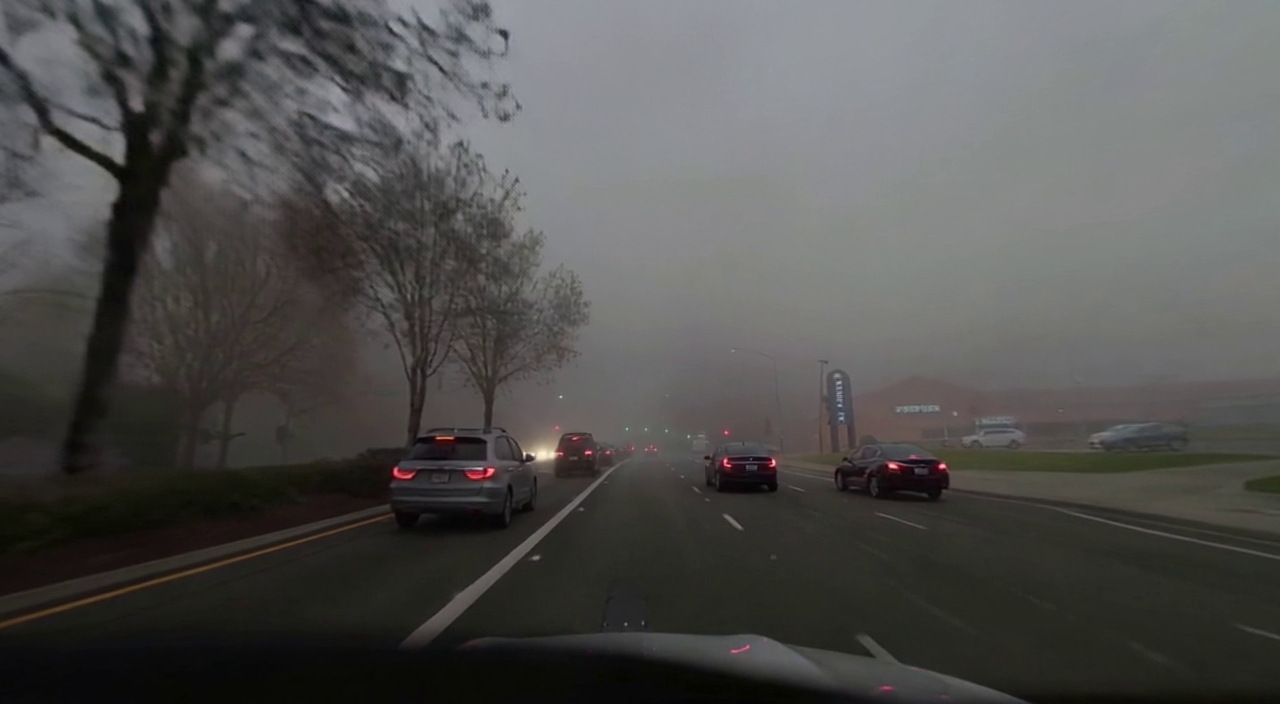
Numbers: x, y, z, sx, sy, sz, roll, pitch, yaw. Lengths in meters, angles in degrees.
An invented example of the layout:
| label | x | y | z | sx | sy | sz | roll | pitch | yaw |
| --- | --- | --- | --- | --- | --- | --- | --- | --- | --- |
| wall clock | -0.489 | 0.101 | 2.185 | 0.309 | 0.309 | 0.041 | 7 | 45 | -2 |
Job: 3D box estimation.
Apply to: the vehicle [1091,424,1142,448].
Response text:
| label | x | y | z | sx | sy | sz | roll | pitch | yaw |
| --- | --- | --- | --- | --- | --- | --- | --- | --- | --- |
| vehicle | 31.036 | 5.522 | 41.168 | 1.787 | 1.423 | 4.347 | -4 | -10 | 26 |

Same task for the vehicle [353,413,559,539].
| label | x | y | z | sx | sy | sz | roll | pitch | yaw |
| --- | --- | --- | --- | --- | --- | --- | --- | --- | --- |
| vehicle | -2.812 | 2.041 | 10.905 | 2.141 | 1.719 | 4.379 | 0 | -9 | 1 |

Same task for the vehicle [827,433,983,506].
| label | x | y | z | sx | sy | sz | roll | pitch | yaw |
| --- | --- | --- | --- | --- | --- | --- | --- | --- | --- |
| vehicle | 6.377 | 2.888 | 15.908 | 1.881 | 1.540 | 4.750 | 0 | -9 | 0 |

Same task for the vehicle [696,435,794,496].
| label | x | y | z | sx | sy | sz | roll | pitch | yaw |
| --- | --- | --- | --- | --- | --- | --- | --- | --- | --- |
| vehicle | 2.815 | 3.172 | 17.904 | 2.004 | 1.512 | 4.206 | 0 | -9 | 0 |

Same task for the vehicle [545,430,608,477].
| label | x | y | z | sx | sy | sz | roll | pitch | yaw |
| --- | --- | --- | --- | --- | --- | --- | --- | --- | --- |
| vehicle | -2.547 | 4.225 | 26.396 | 2.117 | 1.799 | 4.442 | 0 | -9 | 1 |

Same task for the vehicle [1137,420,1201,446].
| label | x | y | z | sx | sy | sz | roll | pitch | yaw |
| --- | --- | --- | --- | --- | --- | --- | --- | --- | --- |
| vehicle | 33.944 | 5.223 | 40.544 | 1.983 | 1.520 | 4.391 | -3 | -9 | 25 |
